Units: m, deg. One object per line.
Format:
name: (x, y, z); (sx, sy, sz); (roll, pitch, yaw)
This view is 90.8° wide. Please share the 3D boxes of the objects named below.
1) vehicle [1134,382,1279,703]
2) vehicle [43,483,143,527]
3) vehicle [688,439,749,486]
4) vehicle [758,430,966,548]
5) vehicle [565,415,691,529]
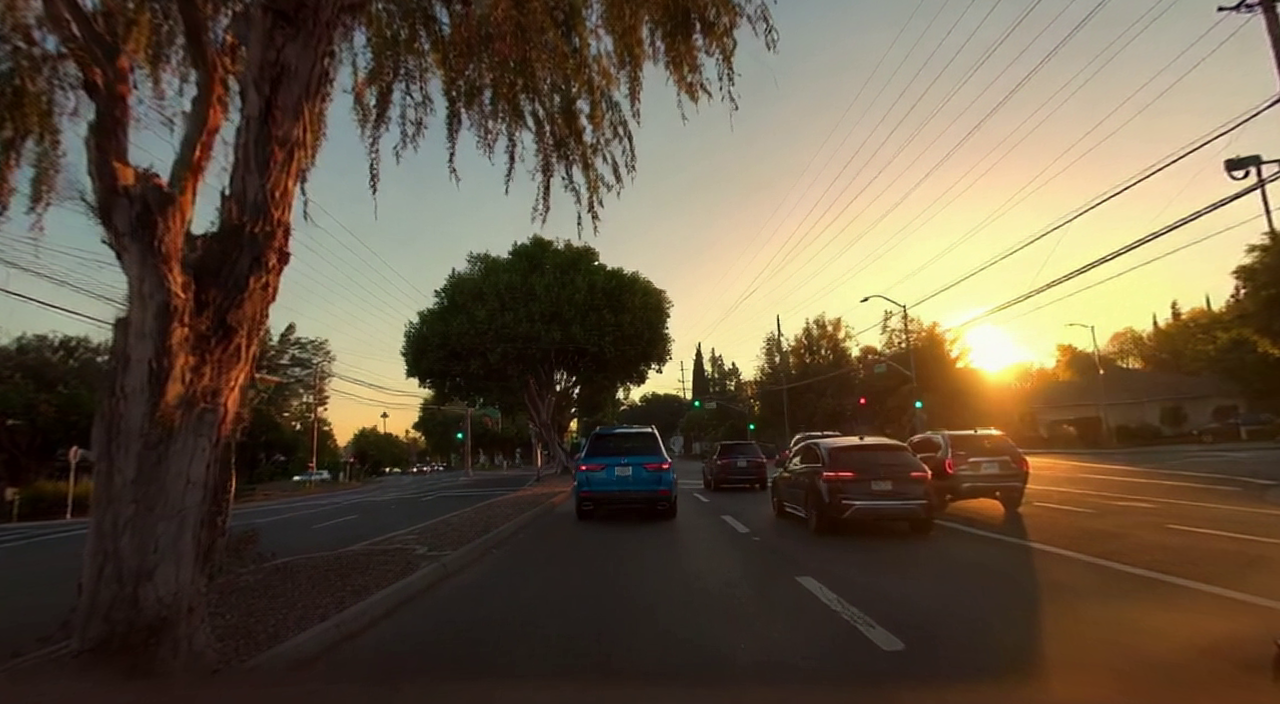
vehicle: (3.277, 0.639, 0.732); (1.889, 1.517, 4.308); (0, -9, 0)
vehicle: (-26.520, 7.403, 30.603); (4.526, 1.715, 1.989); (-10, -13, 26)
vehicle: (3.155, 4.510, 26.085); (1.915, 1.765, 4.047); (0, -9, -1)
vehicle: (3.422, 2.187, 10.799); (1.880, 1.579, 4.401); (0, -9, -1)
vehicle: (-0.266, 2.463, 13.454); (2.231, 1.998, 4.254); (0, -9, -1)
